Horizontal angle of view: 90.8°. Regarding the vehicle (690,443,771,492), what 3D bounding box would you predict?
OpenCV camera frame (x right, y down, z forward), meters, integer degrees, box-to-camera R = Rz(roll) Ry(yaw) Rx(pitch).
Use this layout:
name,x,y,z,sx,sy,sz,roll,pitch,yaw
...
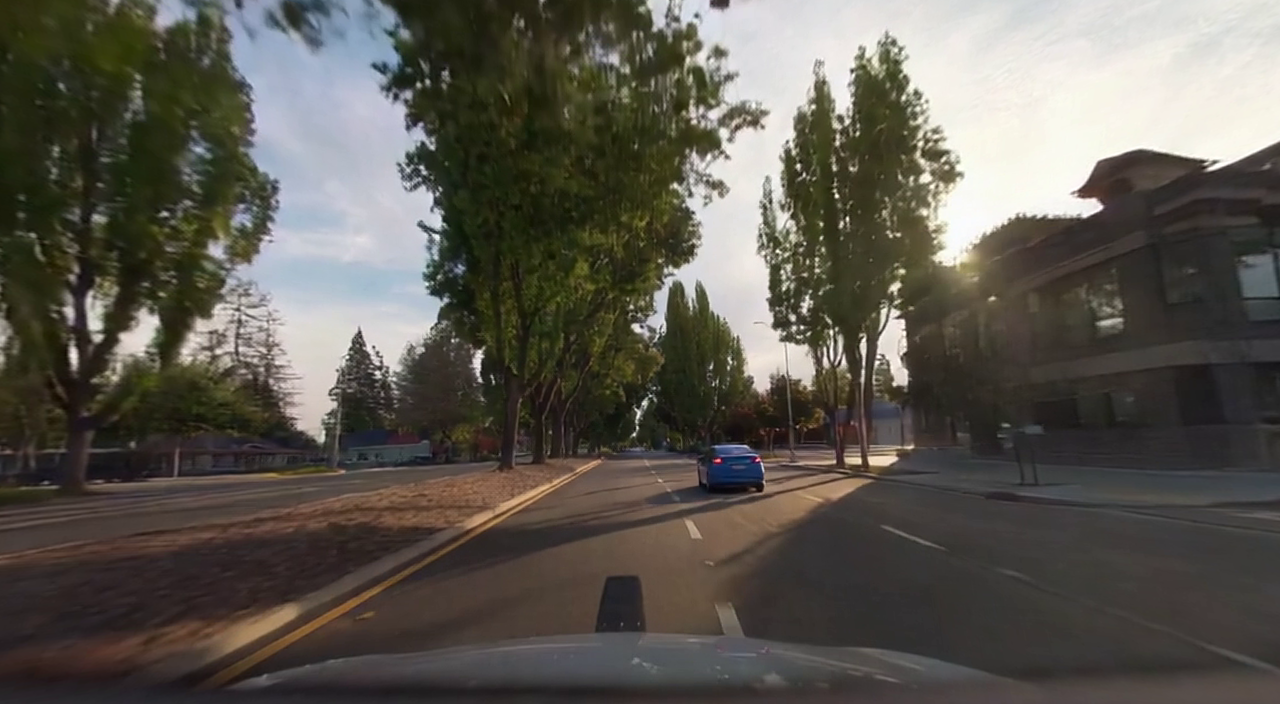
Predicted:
name,x,y,z,sx,sy,sz,roll,pitch,yaw
vehicle,2.834,3.720,20.784,1.929,1.411,4.284,0,-8,-2
